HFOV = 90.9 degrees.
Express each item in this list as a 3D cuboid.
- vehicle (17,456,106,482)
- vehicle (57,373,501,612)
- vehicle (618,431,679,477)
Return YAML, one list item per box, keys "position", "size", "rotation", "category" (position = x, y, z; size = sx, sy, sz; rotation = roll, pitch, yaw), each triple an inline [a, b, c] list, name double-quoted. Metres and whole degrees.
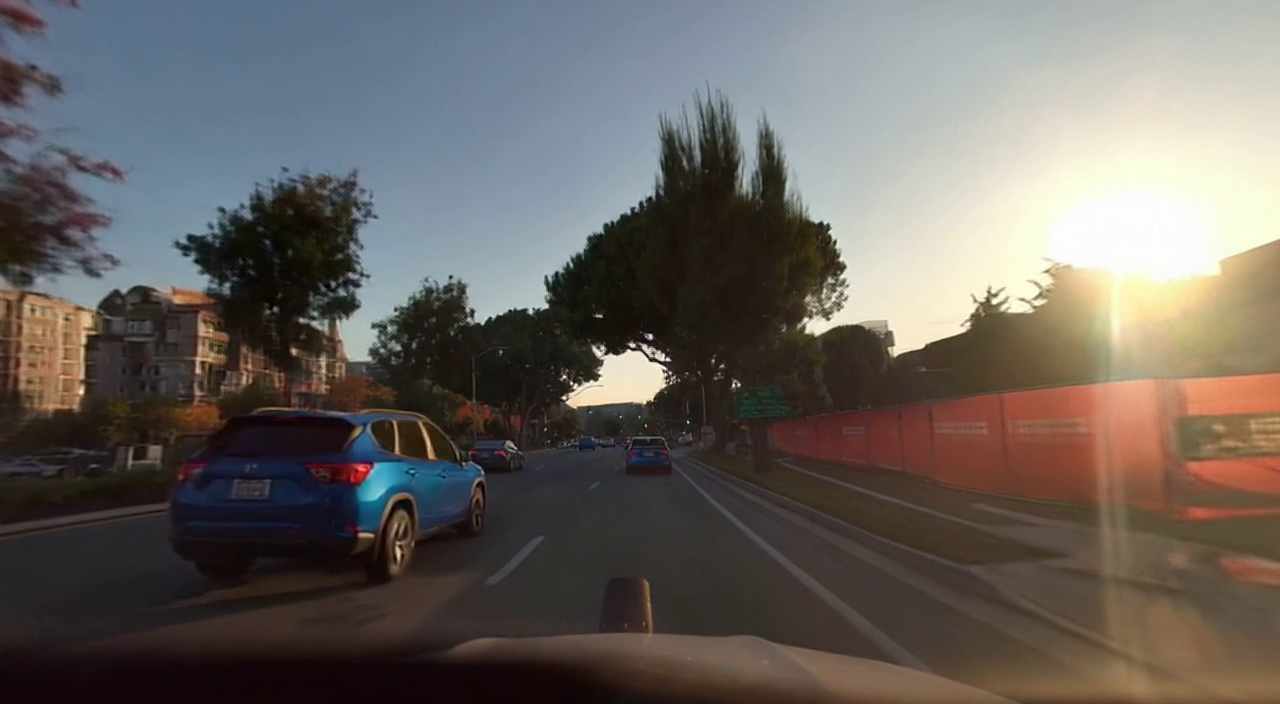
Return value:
- position: [-42.779, 8.666, 46.677]
  size: [4.731, 1.594, 1.825]
  rotation: [-1, -6, -2]
  category: "vehicle"
- position: [-3.343, 1.442, 7.415]
  size: [2.157, 1.824, 4.986]
  rotation: [0, -8, 2]
  category: "vehicle"
- position: [0.293, 4.000, 24.940]
  size: [2.227, 1.654, 4.091]
  rotation: [0, -8, 0]
  category: "vehicle"
